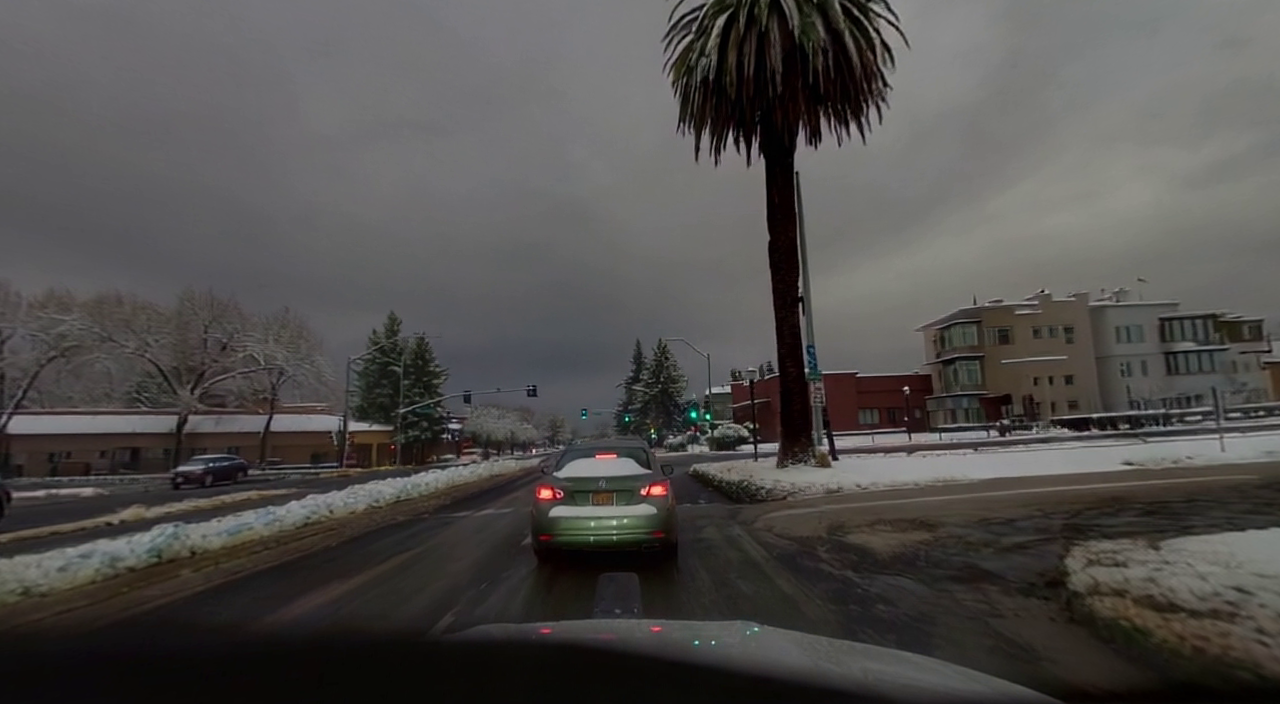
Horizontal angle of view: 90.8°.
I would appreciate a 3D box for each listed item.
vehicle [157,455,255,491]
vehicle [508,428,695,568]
[{"bbox_3d":[-23.300,6.467,34.164,1.990,1.752,4.673,0,-9,-1],"label":"vehicle"},{"bbox_3d":[-0.458,1.911,8.977,2.060,1.526,3.859,0,-9,-1],"label":"vehicle"}]
